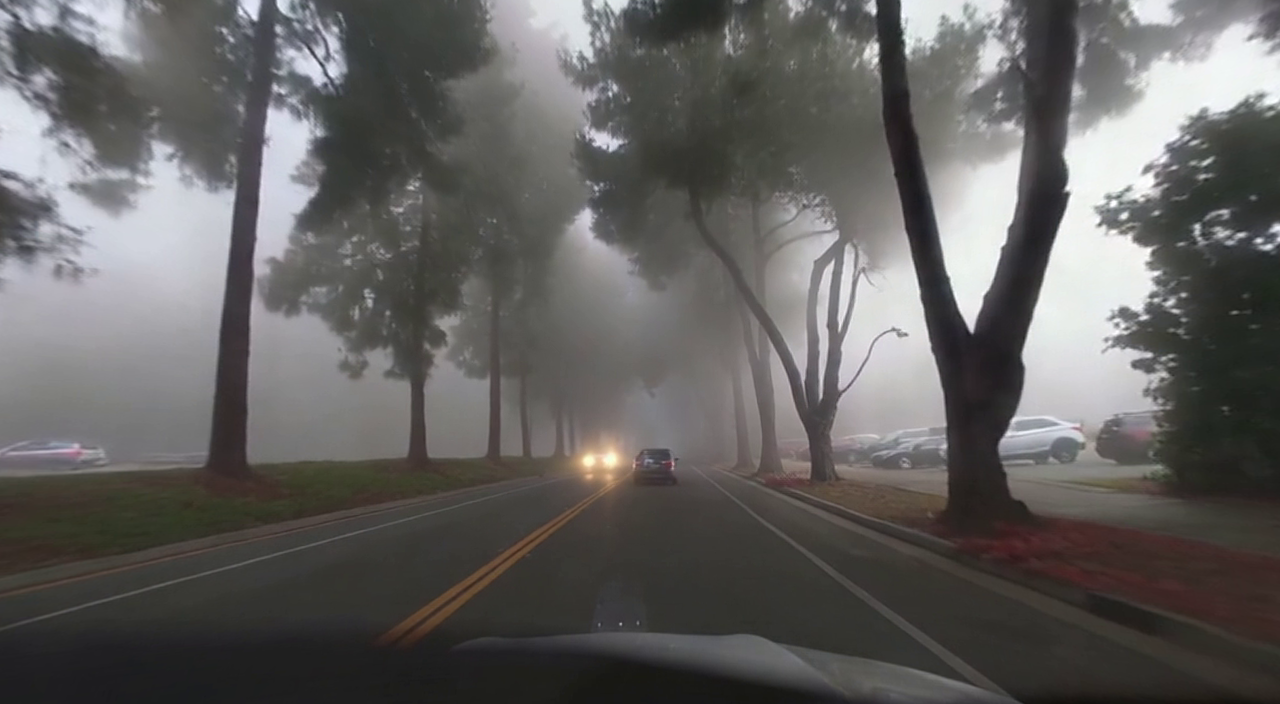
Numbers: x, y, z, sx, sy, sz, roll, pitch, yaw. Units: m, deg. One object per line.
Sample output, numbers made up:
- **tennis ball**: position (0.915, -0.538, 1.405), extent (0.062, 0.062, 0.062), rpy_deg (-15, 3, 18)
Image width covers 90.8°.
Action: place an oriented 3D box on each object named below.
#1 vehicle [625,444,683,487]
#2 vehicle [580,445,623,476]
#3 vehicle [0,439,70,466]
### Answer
- **vehicle**: position (0.660, 4.587, 25.850), extent (2.152, 1.574, 4.223), rpy_deg (-1, -8, 4)
- **vehicle**: position (-2.267, 6.523, 38.242), extent (2.078, 1.720, 3.822), rpy_deg (-1, -8, 4)
- **vehicle**: position (-45.522, 7.306, 45.823), extent (2.560, 1.858, 5.752), rpy_deg (-4, -9, 7)
